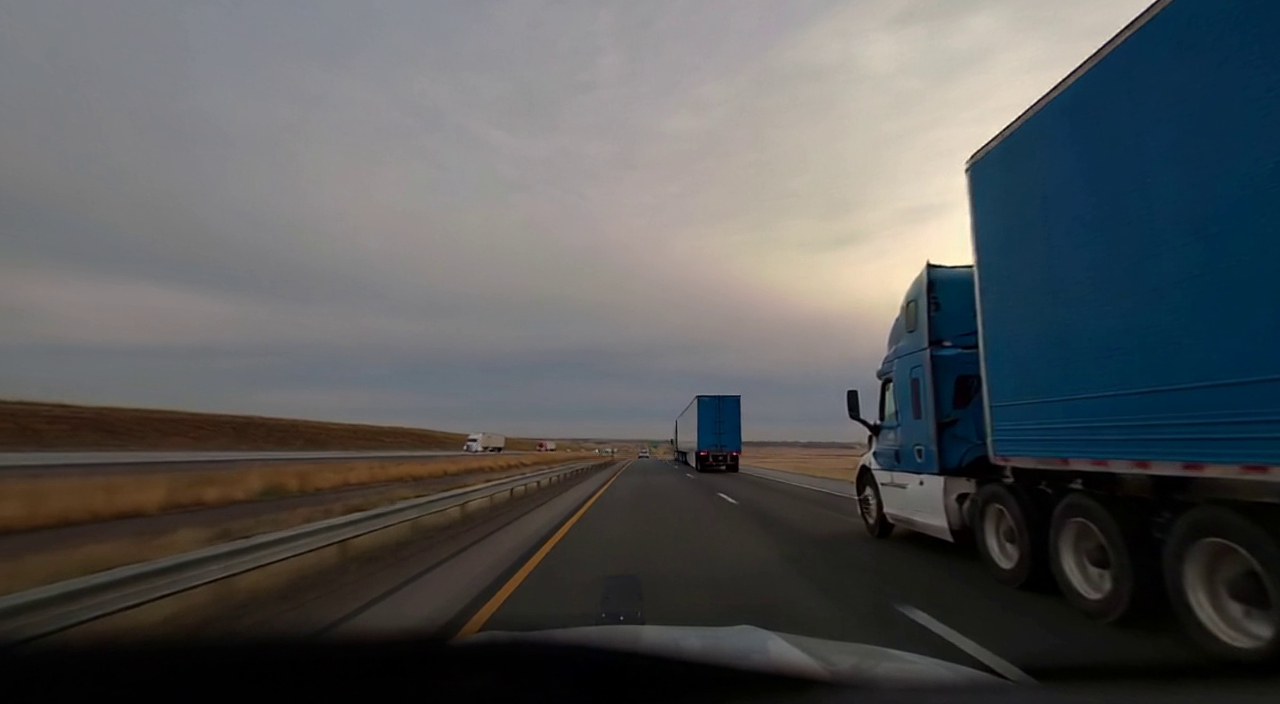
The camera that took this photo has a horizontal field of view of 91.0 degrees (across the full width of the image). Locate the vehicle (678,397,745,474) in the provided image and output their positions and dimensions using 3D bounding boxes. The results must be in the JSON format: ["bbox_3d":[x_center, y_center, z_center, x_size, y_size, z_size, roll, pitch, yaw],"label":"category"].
[{"bbox_3d":[4.309,5.580,41.070,2.818,4.206,12.987,0,-9,0],"label":"vehicle"}]
